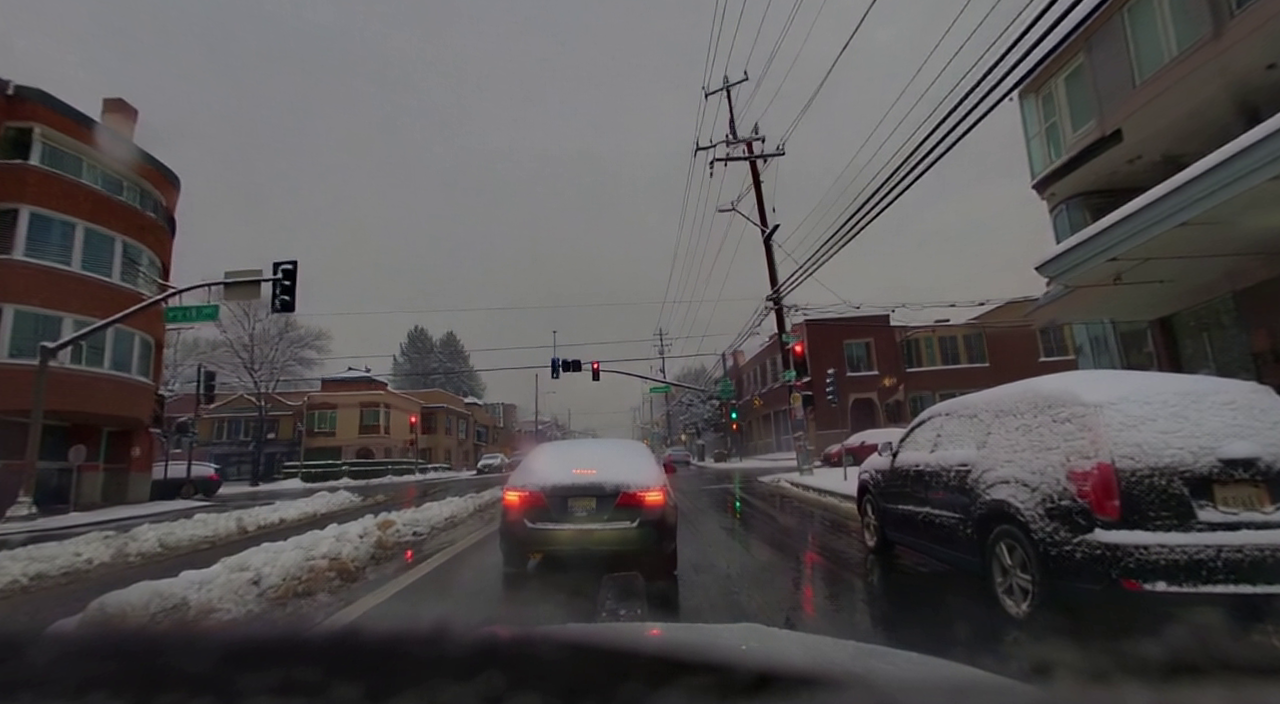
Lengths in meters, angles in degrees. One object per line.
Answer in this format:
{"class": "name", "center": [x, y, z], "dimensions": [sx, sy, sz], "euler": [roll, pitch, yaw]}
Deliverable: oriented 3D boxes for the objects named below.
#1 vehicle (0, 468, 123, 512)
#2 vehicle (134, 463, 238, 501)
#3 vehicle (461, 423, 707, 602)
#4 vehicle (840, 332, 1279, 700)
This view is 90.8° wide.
{"class": "vehicle", "center": [-24.764, 5.859, 26.937], "dimensions": [3.891, 1.538, 1.698], "euler": [-4, -11, 0]}
{"class": "vehicle", "center": [-25.341, 7.266, 35.381], "dimensions": [4.337, 1.739, 1.981], "euler": [-5, -11, 1]}
{"class": "vehicle", "center": [-0.472, 1.633, 7.339], "dimensions": [2.019, 1.453, 4.129], "euler": [0, -8, 0]}
{"class": "vehicle", "center": [3.836, 1.216, 5.909], "dimensions": [2.248, 1.945, 5.011], "euler": [0, -8, 0]}
